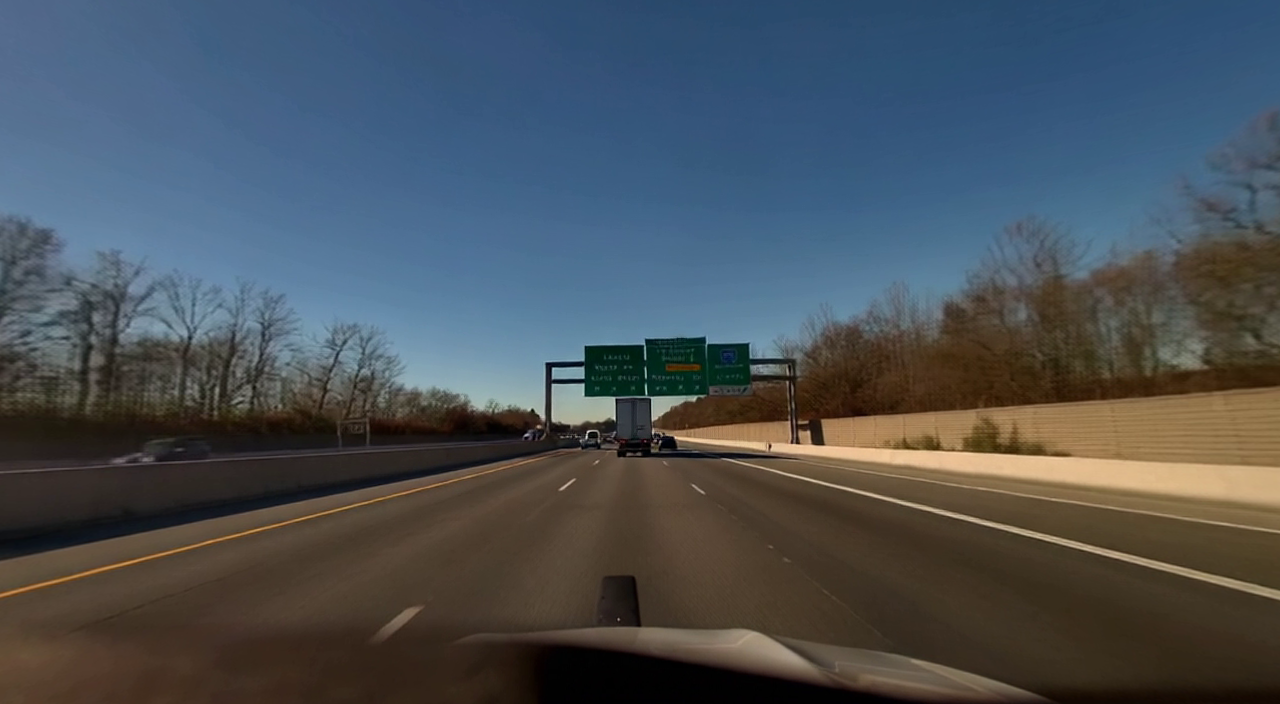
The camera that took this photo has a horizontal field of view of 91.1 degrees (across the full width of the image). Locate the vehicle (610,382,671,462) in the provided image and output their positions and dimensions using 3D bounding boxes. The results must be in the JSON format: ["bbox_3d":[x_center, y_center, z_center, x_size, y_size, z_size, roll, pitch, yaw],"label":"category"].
[{"bbox_3d":[-0.020,4.560,39.440,2.965,3.972,16.689,0,-8,0],"label":"vehicle"}]
